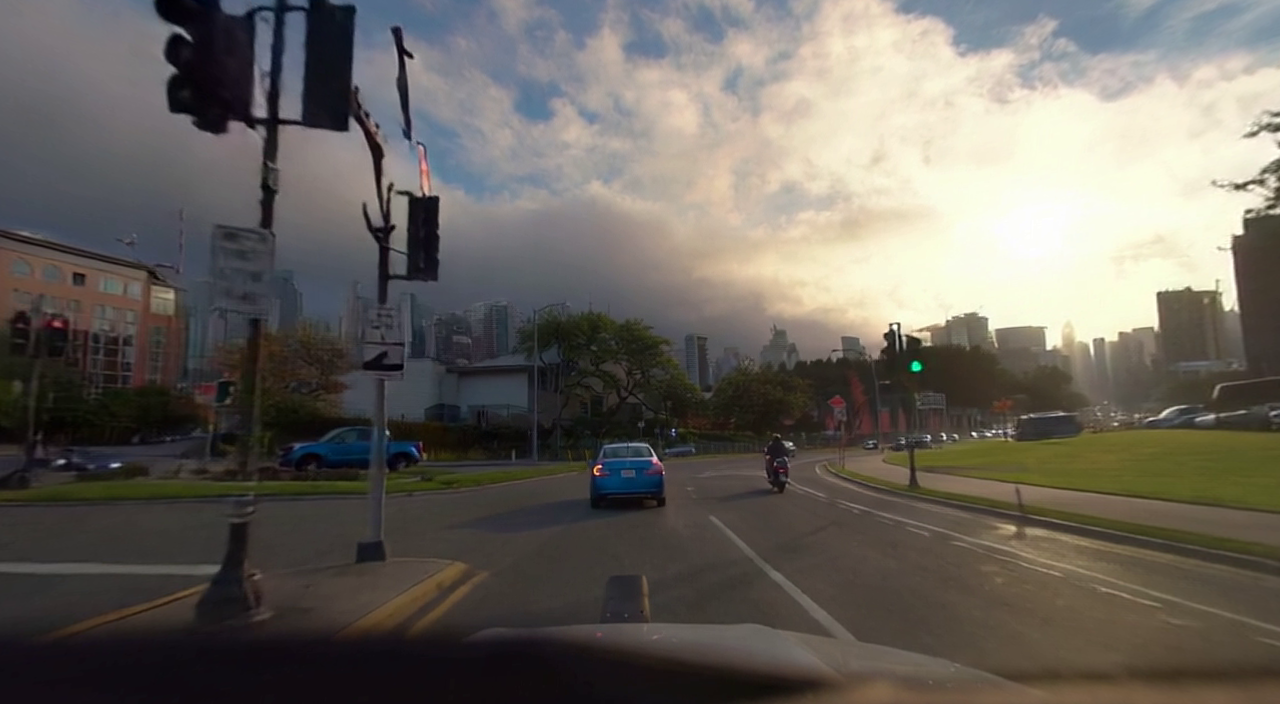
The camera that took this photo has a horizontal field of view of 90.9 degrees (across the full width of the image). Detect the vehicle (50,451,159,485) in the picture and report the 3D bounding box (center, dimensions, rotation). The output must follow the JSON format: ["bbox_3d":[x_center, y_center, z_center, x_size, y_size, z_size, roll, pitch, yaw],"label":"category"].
[{"bbox_3d":[-20.056,4.330,23.690,1.259,1.181,2.744,-4,-10,22],"label":"vehicle"}]

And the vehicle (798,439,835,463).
[{"bbox_3d":[12.292,6.874,43.741,1.822,1.555,3.574,-4,-9,25],"label":"vehicle"}]

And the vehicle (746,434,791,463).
[{"bbox_3d":[8.691,6.468,42.303,2.212,1.790,4.768,-3,-9,20],"label":"vehicle"}]

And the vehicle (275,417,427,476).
[{"bbox_3d":[-15.004,4.990,33.420,2.287,2.780,7.166,-5,-10,31],"label":"vehicle"}]

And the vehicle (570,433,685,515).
[{"bbox_3d":[-0.278,2.541,13.636,2.118,1.480,3.949,0,-9,-1],"label":"vehicle"}]
